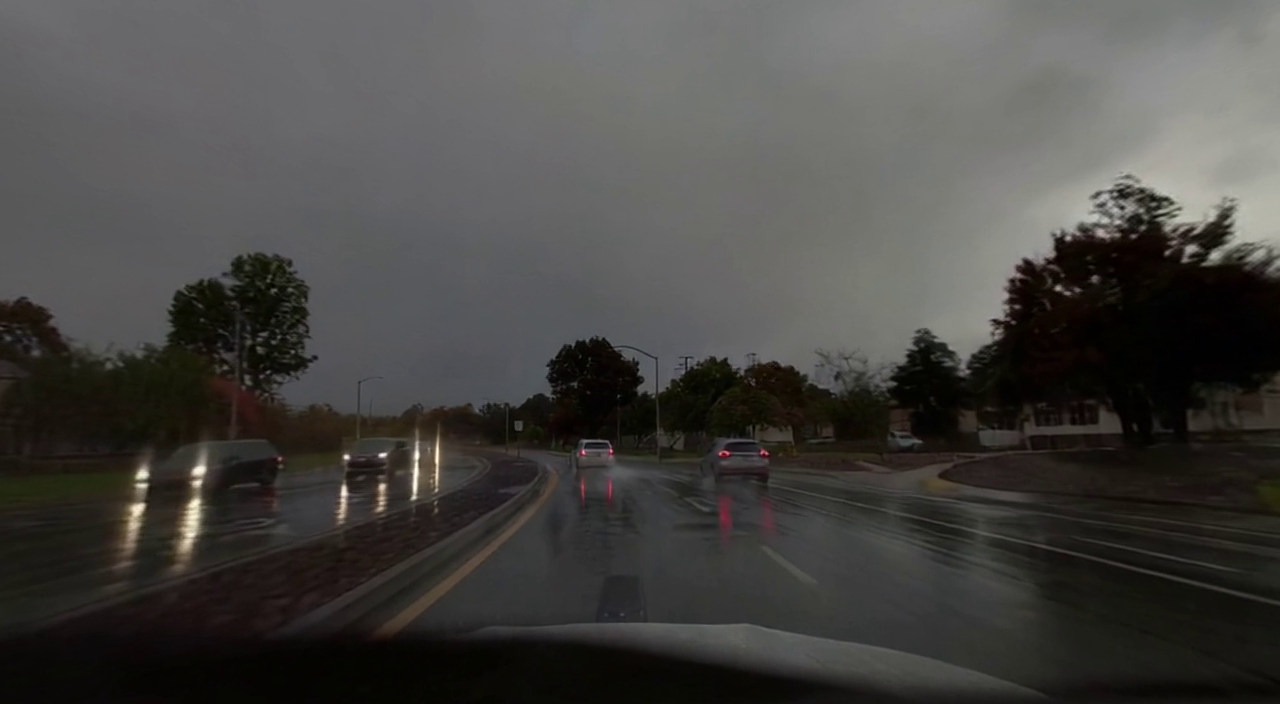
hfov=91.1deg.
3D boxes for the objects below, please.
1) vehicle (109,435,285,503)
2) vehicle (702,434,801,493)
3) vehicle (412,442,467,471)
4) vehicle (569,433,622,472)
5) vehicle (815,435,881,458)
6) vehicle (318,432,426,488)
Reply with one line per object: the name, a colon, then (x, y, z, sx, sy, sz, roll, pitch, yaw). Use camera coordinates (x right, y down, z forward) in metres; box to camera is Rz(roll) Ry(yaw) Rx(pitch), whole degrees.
vehicle: (-13.478, 3.561, 19.617, 2.288, 1.842, 4.837, 1, -9, -5)
vehicle: (3.078, 3.192, 18.369, 1.915, 1.495, 4.880, 0, -9, -1)
vehicle: (-11.682, 6.144, 36.837, 2.002, 1.550, 4.444, 1, -10, -4)
vehicle: (-2.317, 5.043, 31.734, 2.165, 1.783, 4.391, 2, -9, -10)
vehicle: (16.259, 7.379, 49.122, 4.528, 1.707, 2.172, 4, -9, -24)
vehicle: (-9.519, 3.857, 22.808, 2.211, 1.801, 4.894, 1, -9, -6)
